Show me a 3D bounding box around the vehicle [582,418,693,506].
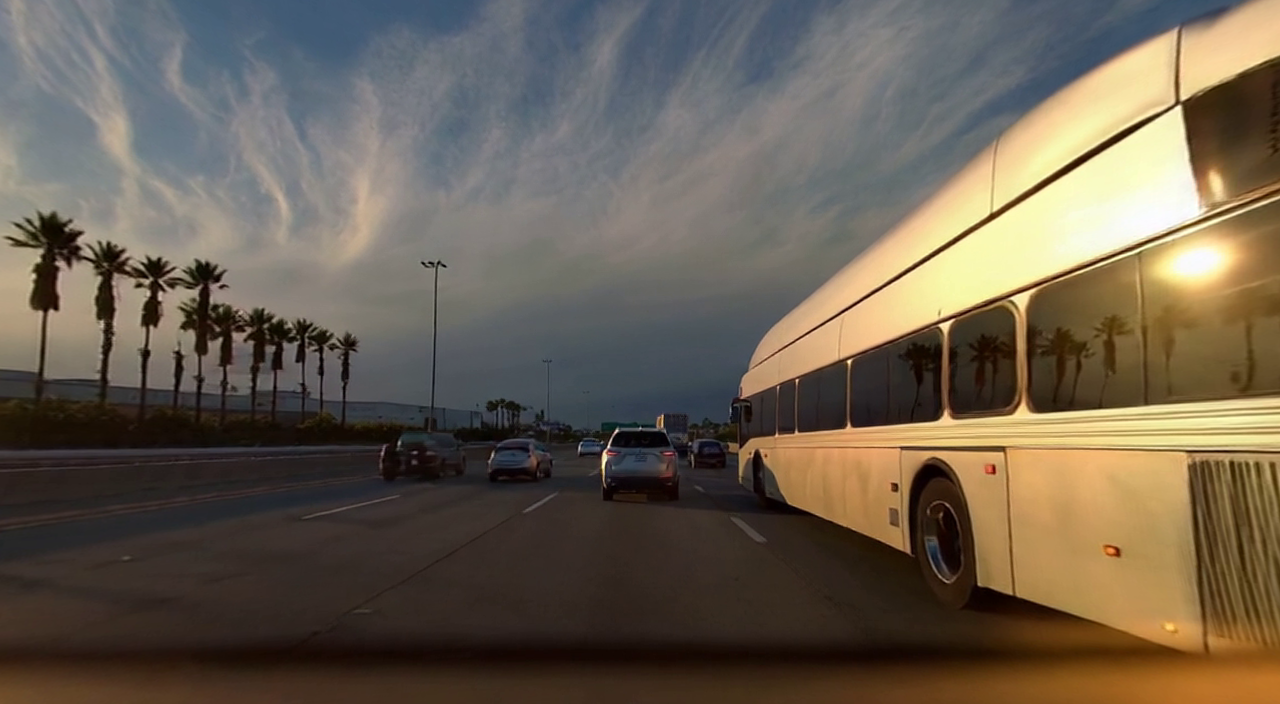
[{"bbox_3d":[-0.007,2.594,15.168,2.268,1.796,4.280,0,-9,1],"label":"vehicle"}]

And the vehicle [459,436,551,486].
[{"bbox_3d":[-4.479,3.710,21.736,2.040,1.536,4.680,0,-9,1],"label":"vehicle"}]

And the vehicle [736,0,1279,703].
[{"bbox_3d":[3.956,0.719,8.891,3.020,3.622,14.302,0,-9,0],"label":"vehicle"}]

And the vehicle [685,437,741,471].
[{"bbox_3d":[3.411,4.909,30.464,2.039,1.516,4.521,0,-9,-2],"label":"vehicle"}]

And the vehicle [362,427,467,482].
[{"bbox_3d":[-8.038,3.705,23.027,2.066,1.779,4.706,0,-9,0],"label":"vehicle"}]
